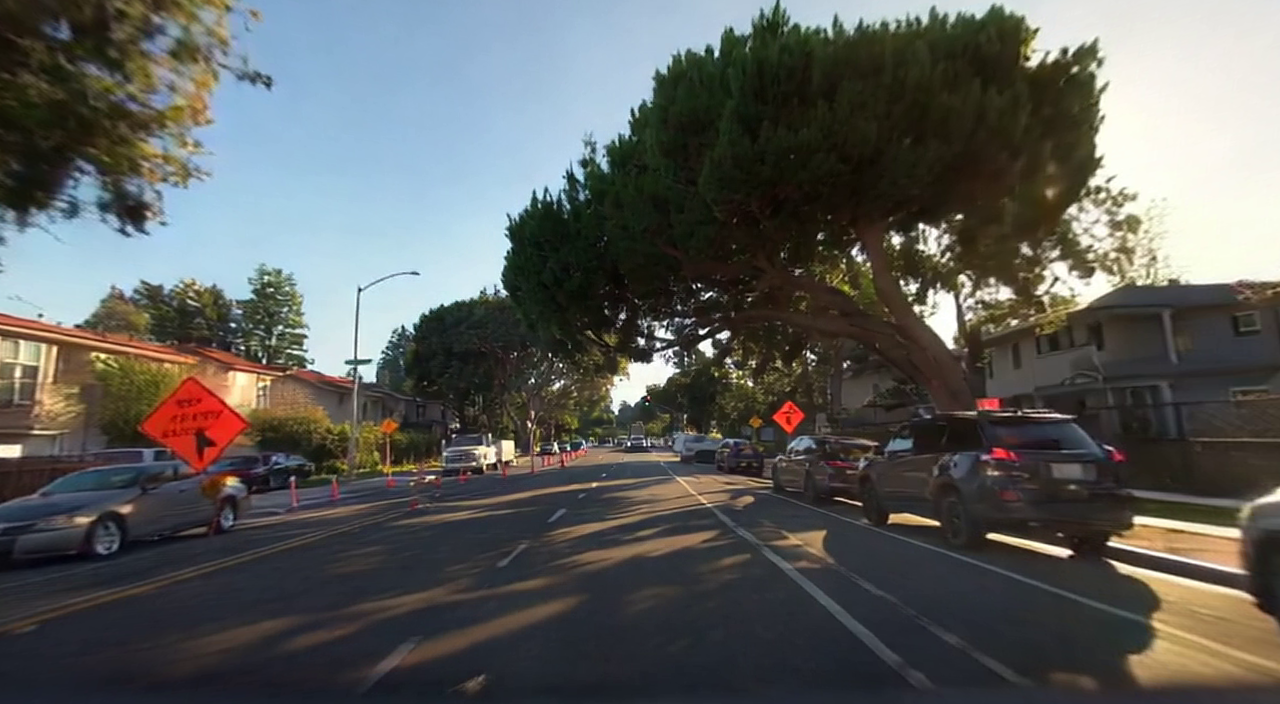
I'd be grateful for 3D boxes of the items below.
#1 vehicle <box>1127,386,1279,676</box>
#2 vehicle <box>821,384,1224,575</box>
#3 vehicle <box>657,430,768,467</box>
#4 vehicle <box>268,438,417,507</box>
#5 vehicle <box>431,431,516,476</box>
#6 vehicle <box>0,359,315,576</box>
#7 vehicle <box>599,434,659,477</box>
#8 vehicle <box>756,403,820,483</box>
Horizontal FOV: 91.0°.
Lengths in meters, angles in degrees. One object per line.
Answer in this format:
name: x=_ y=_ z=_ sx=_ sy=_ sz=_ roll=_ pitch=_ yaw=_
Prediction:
vehicle: x=4.941 y=0.882 z=2.473 sx=2.225 sy=1.715 sz=4.755 roll=0 pitch=-8 yaw=0
vehicle: x=4.800 y=1.747 z=9.501 sx=2.279 sy=1.946 sz=5.925 roll=0 pitch=-8 yaw=-1
vehicle: x=3.901 y=5.236 z=34.079 sx=5.503 sy=1.853 sz=2.218 roll=-4 pitch=-9 yaw=25
vehicle: x=-8.069 y=3.280 z=17.652 sx=2.036 sy=1.676 sz=4.440 roll=0 pitch=-8 yaw=-1
vehicle: x=-8.262 y=5.129 z=32.066 sx=2.659 sy=2.047 sz=6.014 roll=0 pitch=-8 yaw=0
vehicle: x=-7.617 y=1.707 z=9.906 sx=2.526 sy=2.631 sz=4.228 roll=0 pitch=-8 yaw=2
vehicle: x=-0.349 y=3.981 z=24.413 sx=2.151 sy=1.481 sz=4.084 roll=0 pitch=-8 yaw=1
vehicle: x=5.171 y=3.219 z=22.294 sx=1.409 sy=2.648 sz=2.645 roll=0 pitch=-9 yaw=-4
